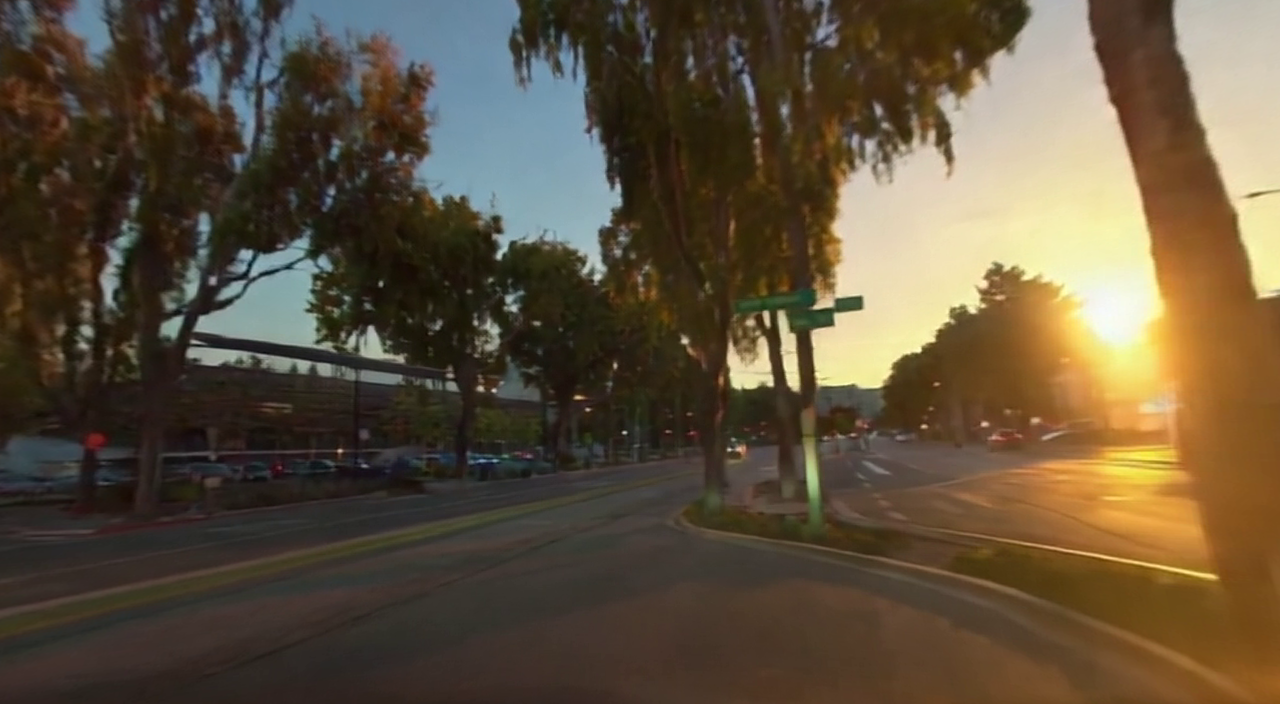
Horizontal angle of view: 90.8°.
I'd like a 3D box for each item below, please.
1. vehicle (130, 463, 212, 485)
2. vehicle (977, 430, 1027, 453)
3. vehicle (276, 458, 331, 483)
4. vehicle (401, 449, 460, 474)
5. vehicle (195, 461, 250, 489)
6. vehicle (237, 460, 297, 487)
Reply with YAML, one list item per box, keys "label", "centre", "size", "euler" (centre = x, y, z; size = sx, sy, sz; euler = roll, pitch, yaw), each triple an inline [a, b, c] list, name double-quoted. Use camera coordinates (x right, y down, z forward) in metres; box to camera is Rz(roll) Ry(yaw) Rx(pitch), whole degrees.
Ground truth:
- label: "vehicle"
  centre: [-33.441, 8.692, 45.141]
  size: [4.317, 1.418, 1.734]
  euler: [1, -9, -9]
- label: "vehicle"
  centre: [27.116, 6.735, 47.455]
  size: [2.100, 1.638, 4.545]
  euler: [-3, -9, 15]
- label: "vehicle"
  centre: [-23.631, 8.258, 44.324]
  size: [4.416, 1.541, 2.102]
  euler: [-9, -12, 44]
- label: "vehicle"
  centre: [-16.093, 8.325, 48.300]
  size: [2.112, 1.719, 5.483]
  euler: [8, -12, -43]
- label: "vehicle"
  centre: [-25.558, 7.460, 38.585]
  size: [2.130, 1.458, 4.157]
  euler: [7, -11, -40]
- label: "vehicle"
  centre: [-23.969, 7.726, 40.468]
  size: [2.121, 1.541, 5.124]
  euler: [8, -12, -42]
